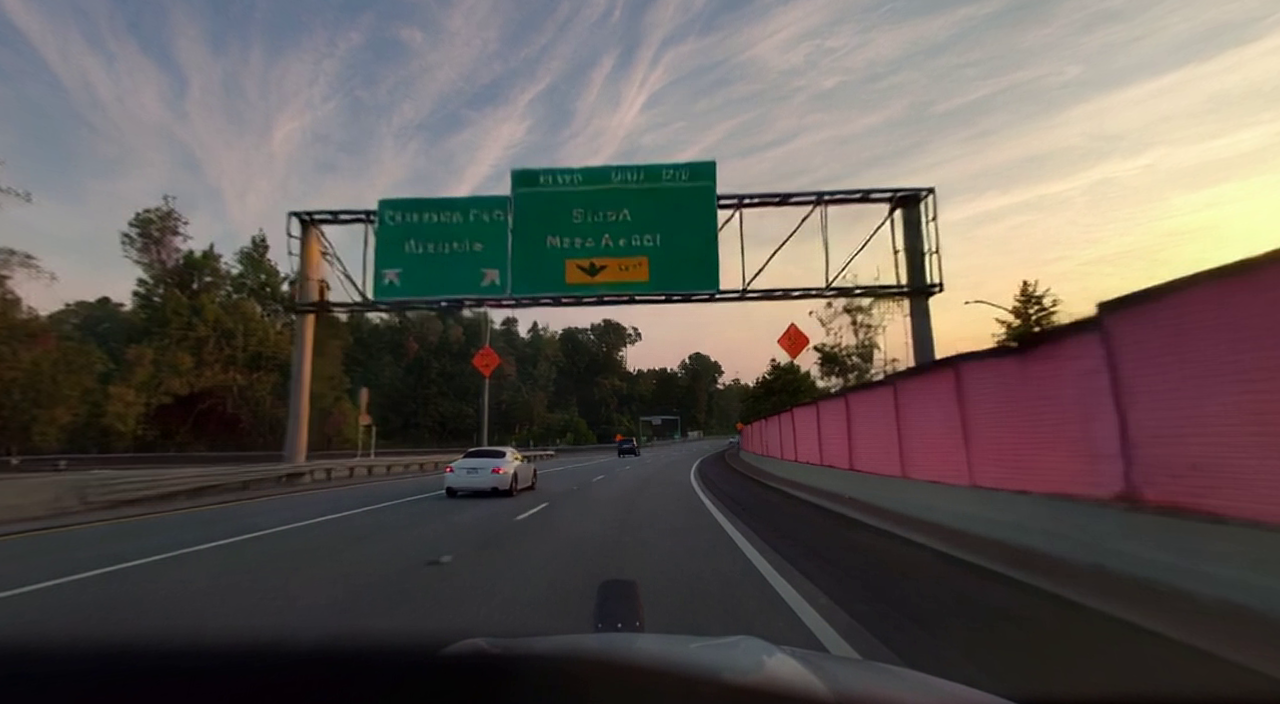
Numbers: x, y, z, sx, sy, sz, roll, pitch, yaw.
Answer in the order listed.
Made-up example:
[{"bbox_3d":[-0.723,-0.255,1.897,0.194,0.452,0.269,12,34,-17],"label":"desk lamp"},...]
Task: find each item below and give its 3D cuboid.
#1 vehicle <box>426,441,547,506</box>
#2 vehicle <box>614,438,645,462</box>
[{"bbox_3d":[-3.654,2.968,15.862,1.746,1.405,4.339,-1,-9,3],"label":"vehicle"},{"bbox_3d":[-0.750,7.384,47.551,1.833,1.697,3.984,-1,-9,7],"label":"vehicle"}]
